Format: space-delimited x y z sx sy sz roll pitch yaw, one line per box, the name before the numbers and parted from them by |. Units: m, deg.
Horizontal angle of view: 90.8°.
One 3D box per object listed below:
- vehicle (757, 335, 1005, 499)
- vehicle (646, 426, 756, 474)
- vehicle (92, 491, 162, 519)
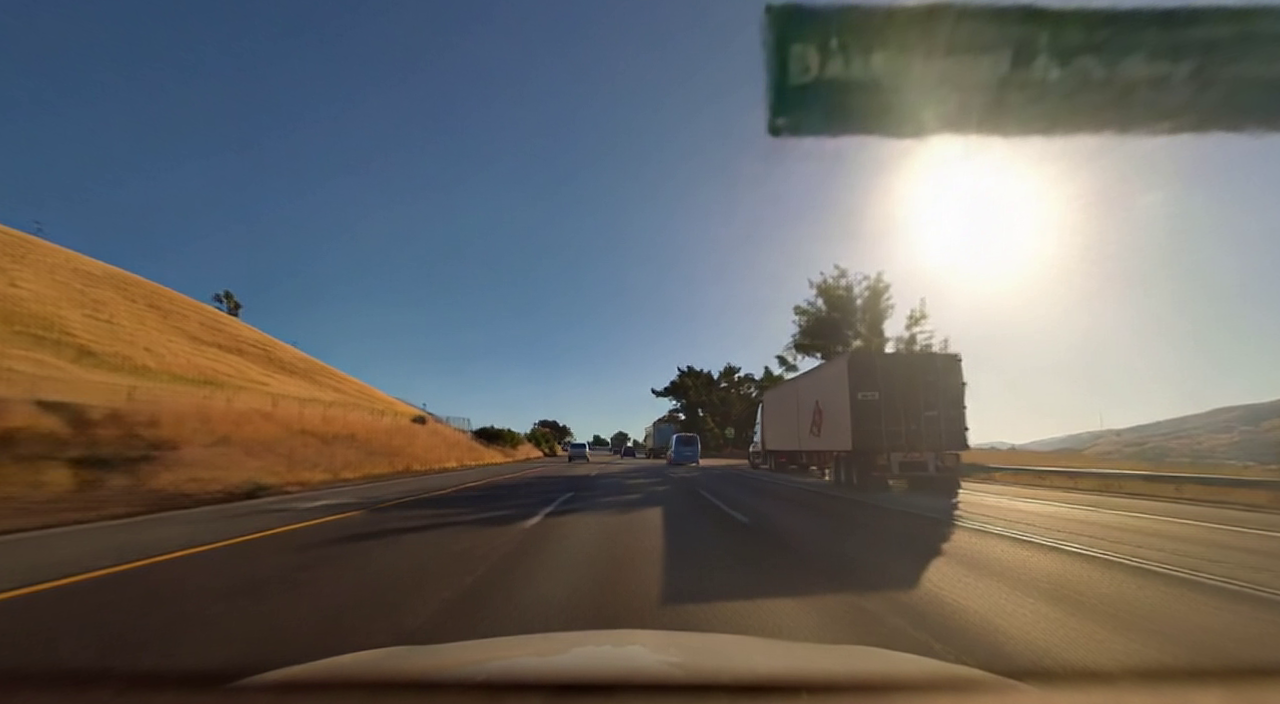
vehicle | 7.668 2.842 24.368 2.935 4.187 16.357 0 -8 -1
vehicle | 2.932 4.855 31.412 5.075 2.277 2.365 0 -9 -3
vehicle | -33.133 9.879 40.939 1.532 1.395 3.533 0 -8 0
